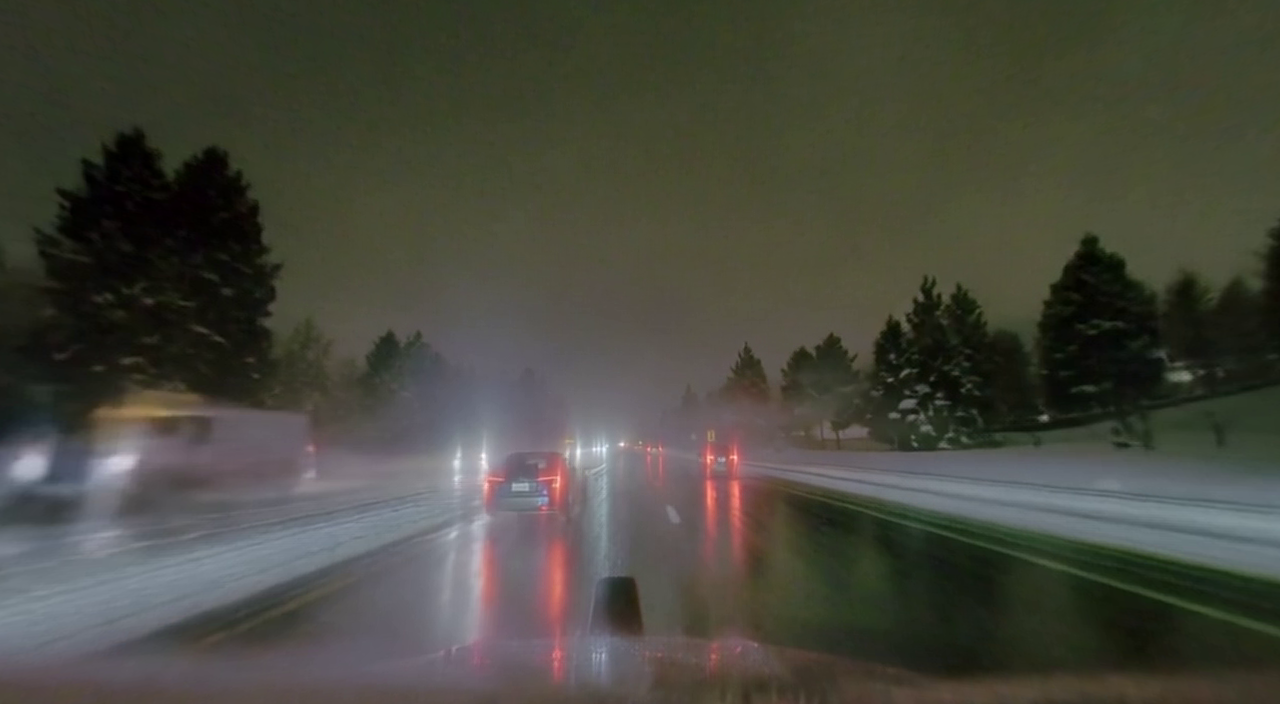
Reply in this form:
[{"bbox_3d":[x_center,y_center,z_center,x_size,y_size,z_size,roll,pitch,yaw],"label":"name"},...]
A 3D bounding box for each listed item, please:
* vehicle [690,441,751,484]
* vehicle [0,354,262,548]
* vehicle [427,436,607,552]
[{"bbox_3d":[3.057,4.292,24.573,1.910,1.554,3.718,0,-9,0],"label":"vehicle"},{"bbox_3d":[-10.013,1.733,11.002,2.353,2.659,6.887,0,-9,1],"label":"vehicle"},{"bbox_3d":[-1.704,2.170,10.260,2.013,1.479,4.169,-1,-9,1],"label":"vehicle"}]
